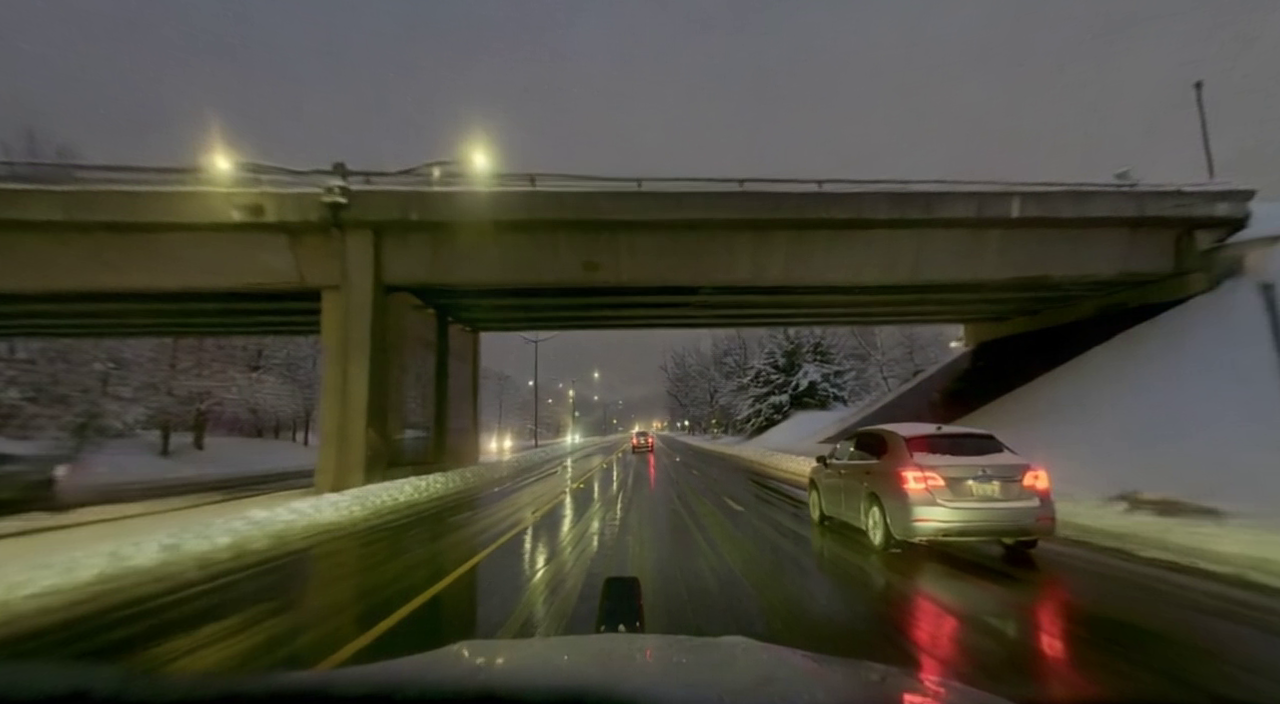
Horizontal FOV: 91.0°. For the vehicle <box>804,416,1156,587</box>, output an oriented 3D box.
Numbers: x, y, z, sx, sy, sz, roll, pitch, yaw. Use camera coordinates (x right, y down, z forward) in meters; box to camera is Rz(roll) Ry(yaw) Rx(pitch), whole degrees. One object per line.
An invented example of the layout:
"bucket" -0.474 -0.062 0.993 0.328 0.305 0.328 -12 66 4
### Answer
"vehicle" 3.695 1.711 8.041 2.063 1.542 4.420 -1 -9 1
